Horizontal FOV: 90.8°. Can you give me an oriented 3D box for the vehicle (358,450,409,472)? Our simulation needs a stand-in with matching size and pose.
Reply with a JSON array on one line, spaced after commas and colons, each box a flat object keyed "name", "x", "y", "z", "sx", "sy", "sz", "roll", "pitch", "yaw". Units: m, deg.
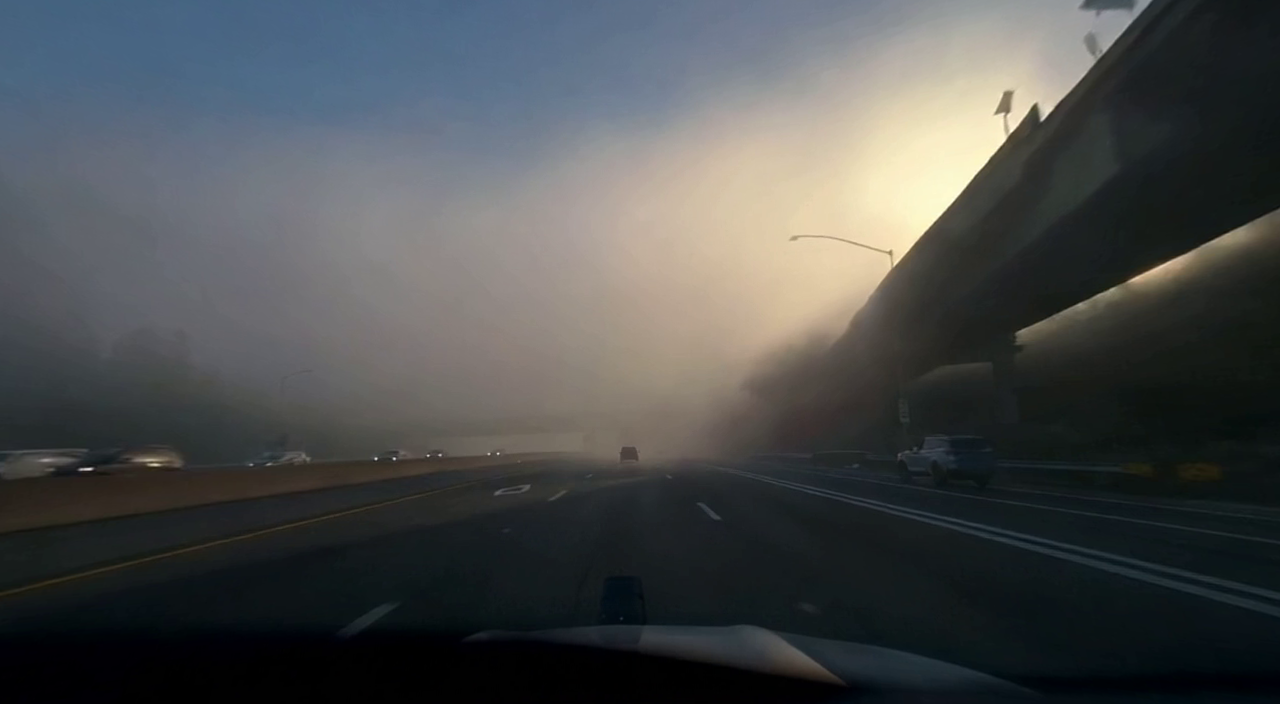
[{"name": "vehicle", "x": -18.658, "y": 7.890, "z": 46.140, "sx": 1.871, "sy": 1.497, "sz": 4.589, "roll": 0, "pitch": -9, "yaw": -1}]

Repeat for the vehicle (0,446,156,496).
[{"name": "vehicle", "x": -22.096, "y": 4.597, "z": 24.948, "sx": 1.936, "sy": 1.735, "sz": 5.067, "roll": 0, "pitch": -9, "yaw": -1}]

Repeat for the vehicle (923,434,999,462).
[{"name": "vehicle", "x": 18.609, "y": 5.606, "z": 36.871, "sx": 1.916, "sy": 1.508, "sz": 4.485, "roll": 0, "pitch": -9, "yaw": -3}]

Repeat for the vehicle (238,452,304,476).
[{"name": "vehicle", "x": -25.600, "y": 7.779, "z": 44.027, "sx": 2.024, "sy": 1.547, "sz": 4.451, "roll": 0, "pitch": -9, "yaw": -2}]
